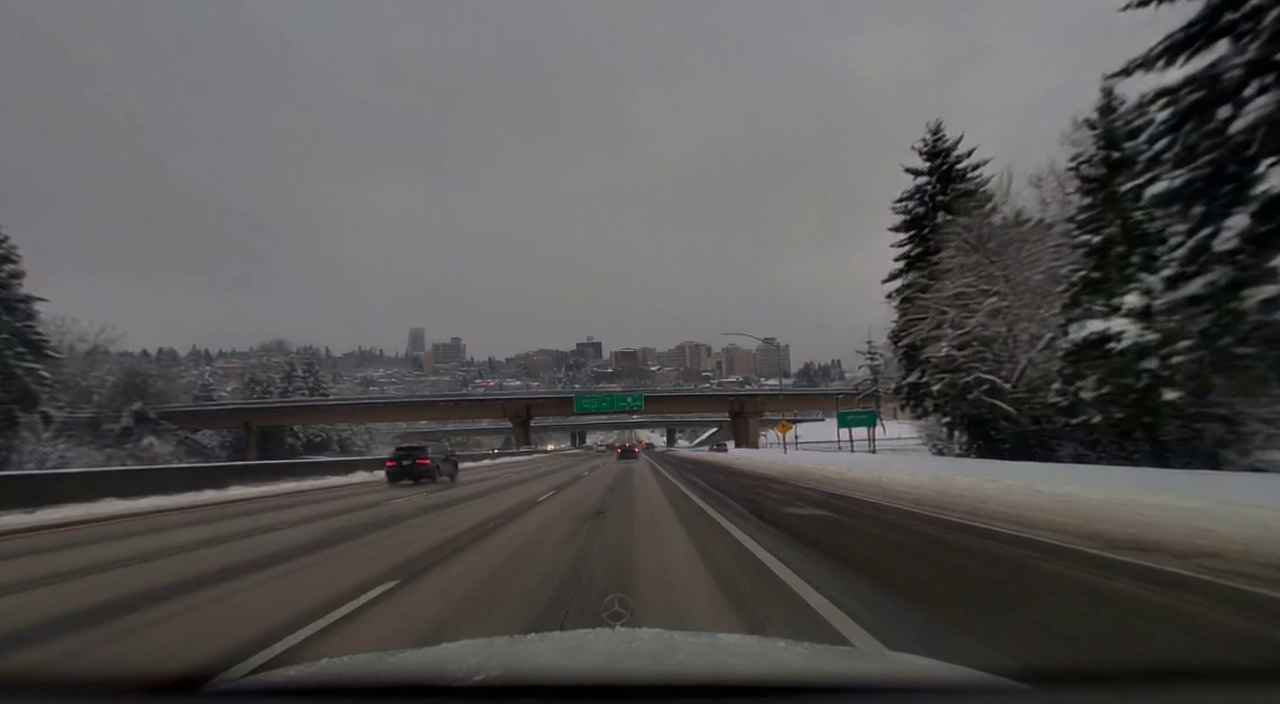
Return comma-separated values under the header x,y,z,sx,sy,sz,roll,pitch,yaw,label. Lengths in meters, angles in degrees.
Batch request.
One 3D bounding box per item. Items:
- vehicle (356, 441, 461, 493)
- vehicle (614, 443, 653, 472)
x,y,z,sx,sy,sz,roll,pitch,yaw,label
-7.611,3.798,21.278,1.957,1.554,4.350,0,-8,-1,vehicle
-0.425,5.728,34.540,2.012,1.471,4.059,0,-8,-2,vehicle
